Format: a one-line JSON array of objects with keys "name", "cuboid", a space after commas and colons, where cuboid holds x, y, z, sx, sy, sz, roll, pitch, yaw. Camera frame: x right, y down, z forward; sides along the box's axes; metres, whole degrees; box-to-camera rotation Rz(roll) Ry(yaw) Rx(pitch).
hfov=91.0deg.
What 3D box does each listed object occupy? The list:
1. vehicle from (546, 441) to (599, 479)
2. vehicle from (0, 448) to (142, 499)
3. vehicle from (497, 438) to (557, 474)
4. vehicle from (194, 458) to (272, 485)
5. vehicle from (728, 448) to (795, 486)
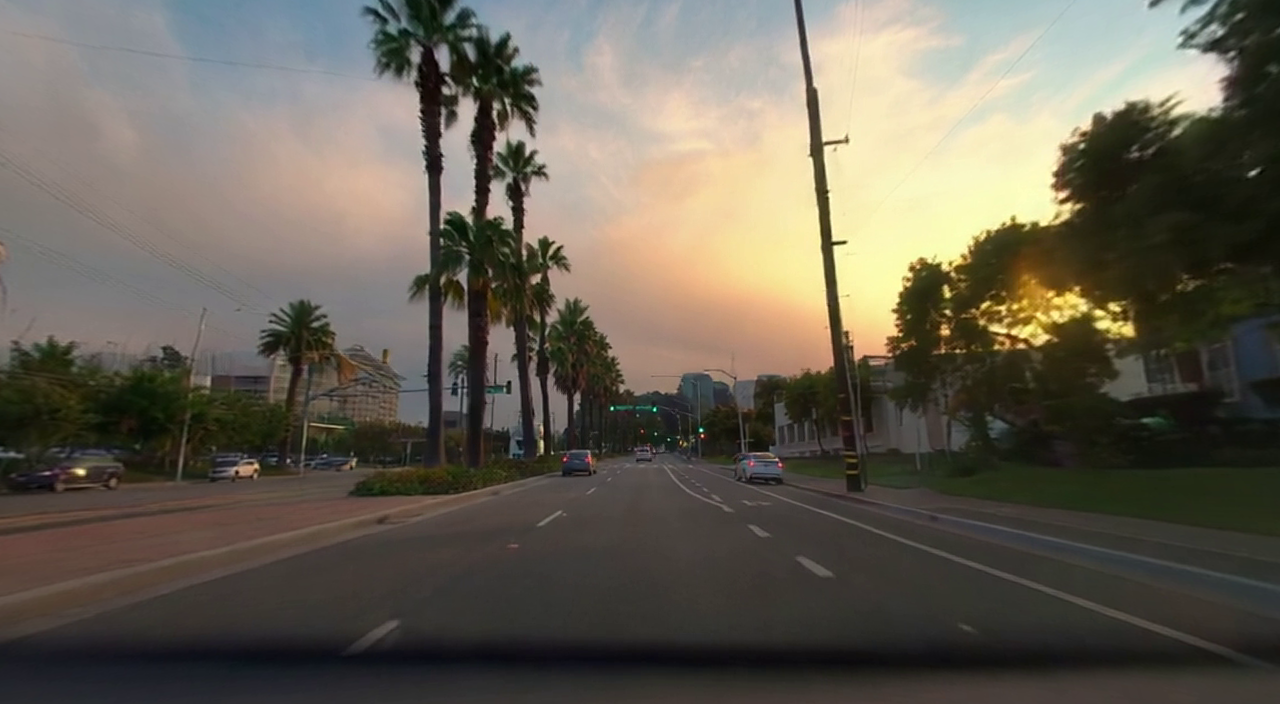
[{"name": "vehicle", "cuboid": [-3.393, 5.572, 32.600, 2.116, 1.806, 4.516, 0, -9, 2]}, {"name": "vehicle", "cuboid": [-25.125, 5.207, 27.521, 2.116, 1.947, 5.507, 0, -9, 0]}, {"name": "vehicle", "cuboid": [-6.825, 6.407, 38.915, 2.457, 2.010, 6.330, 0, -9, 1]}, {"name": "vehicle", "cuboid": [-25.397, 7.450, 39.504, 1.838, 1.516, 4.484, 0, -9, 1]}, {"name": "vehicle", "cuboid": [5.195, 4.985, 27.500, 1.994, 1.507, 4.173, 0, -9, -2]}]
